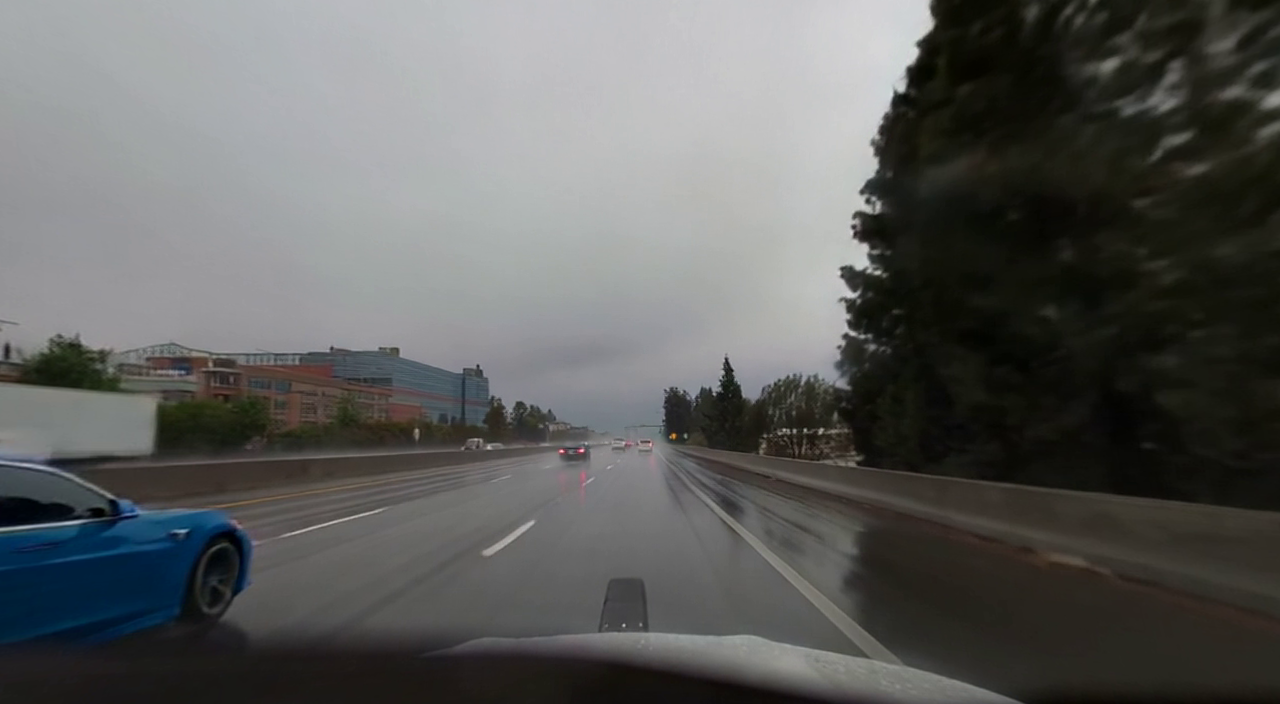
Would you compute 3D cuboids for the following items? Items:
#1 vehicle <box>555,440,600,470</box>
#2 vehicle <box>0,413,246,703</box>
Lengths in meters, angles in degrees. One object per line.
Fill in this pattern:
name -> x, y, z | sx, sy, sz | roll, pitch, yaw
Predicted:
vehicle -> -3.232, 5.446, 33.582 | 1.926, 1.464, 4.186 | 0, -8, 0
vehicle -> -4.136, 0.987, 2.683 | 2.083, 1.471, 4.350 | 0, -8, 0
